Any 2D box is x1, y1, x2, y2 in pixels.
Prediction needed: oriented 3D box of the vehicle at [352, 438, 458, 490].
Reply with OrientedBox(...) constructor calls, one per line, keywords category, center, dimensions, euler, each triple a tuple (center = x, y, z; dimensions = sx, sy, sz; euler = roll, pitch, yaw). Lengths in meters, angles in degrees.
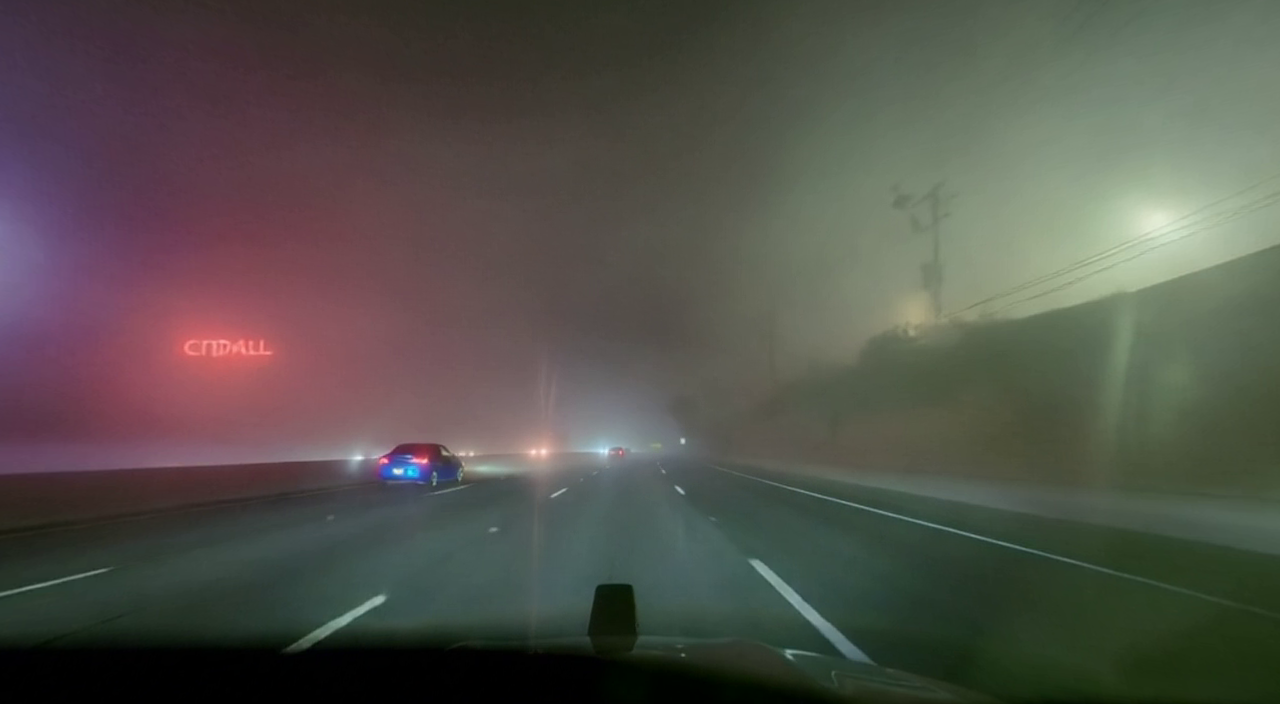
OrientedBox(category="vehicle", center=(-7.738, 3.708, 21.254), dimensions=(2.013, 1.574, 3.923), euler=(0, -8, 0))
